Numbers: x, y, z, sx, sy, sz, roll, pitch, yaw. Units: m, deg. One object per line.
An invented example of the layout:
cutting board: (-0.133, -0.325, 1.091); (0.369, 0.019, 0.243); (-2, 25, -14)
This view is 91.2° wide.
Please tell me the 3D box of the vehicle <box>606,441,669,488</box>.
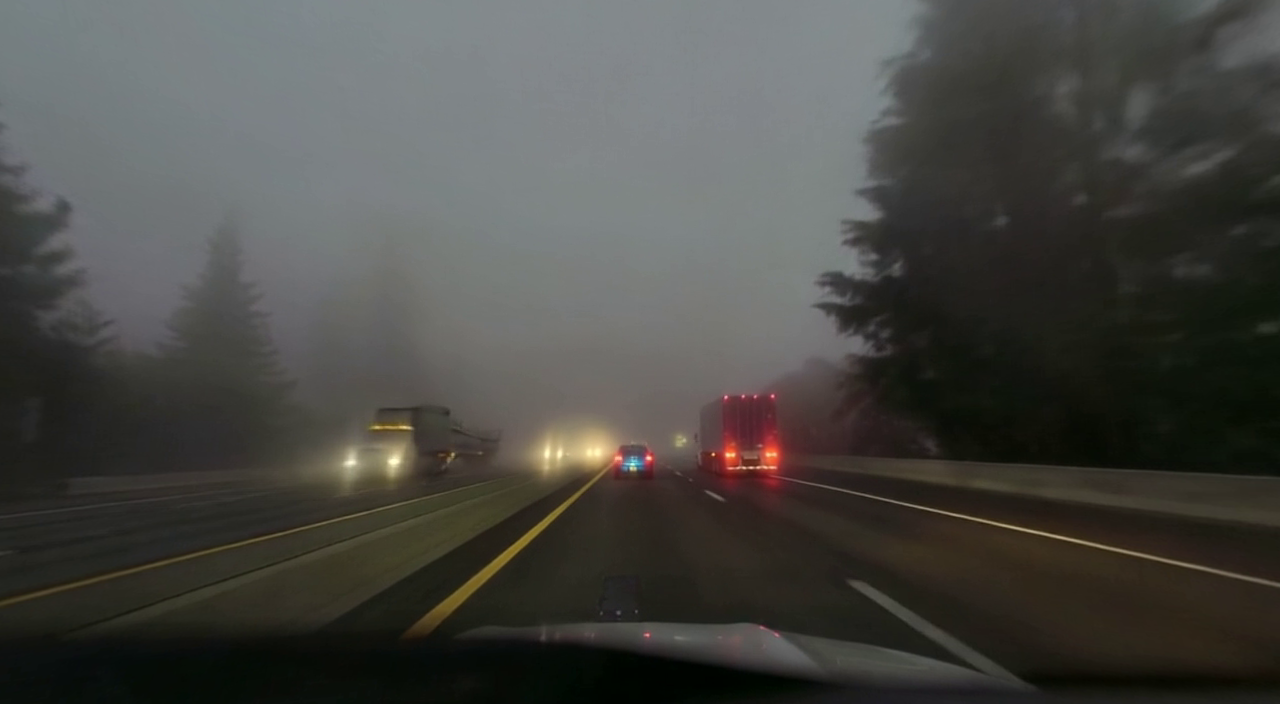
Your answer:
vehicle: (-0.110, 3.994, 22.550); (2.066, 1.490, 3.759); (0, -9, -1)

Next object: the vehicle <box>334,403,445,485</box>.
vehicle: (-13.330, 5.008, 34.148); (3.013, 3.911, 7.182); (-1, -9, 0)

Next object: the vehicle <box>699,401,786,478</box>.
vehicle: (4.640, 4.211, 29.933); (2.791, 3.201, 7.145); (-1, -9, -1)
